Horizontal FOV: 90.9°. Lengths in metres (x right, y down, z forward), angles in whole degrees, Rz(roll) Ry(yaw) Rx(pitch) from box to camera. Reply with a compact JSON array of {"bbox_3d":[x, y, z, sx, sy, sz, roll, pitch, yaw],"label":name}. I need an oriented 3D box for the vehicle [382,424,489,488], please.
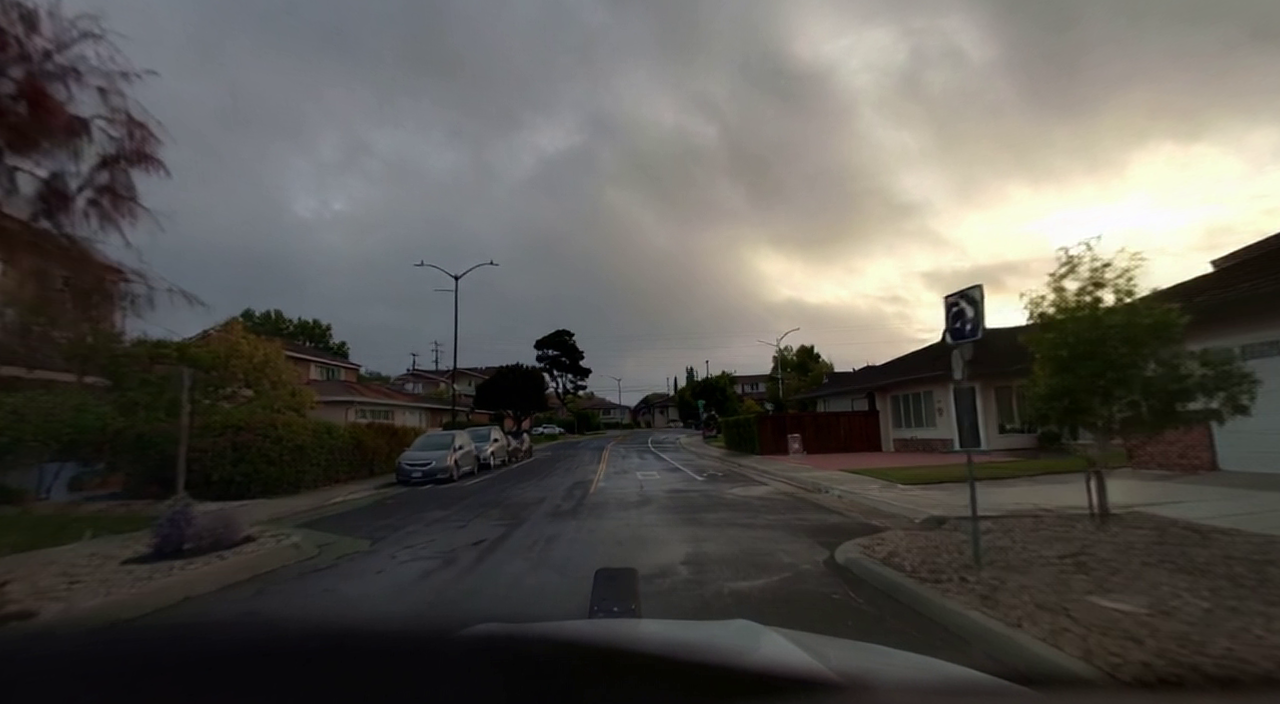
[{"bbox_3d":[-6.247,3.203,19.804,2.147,1.780,4.165,0,-8,-3],"label":"vehicle"}]
